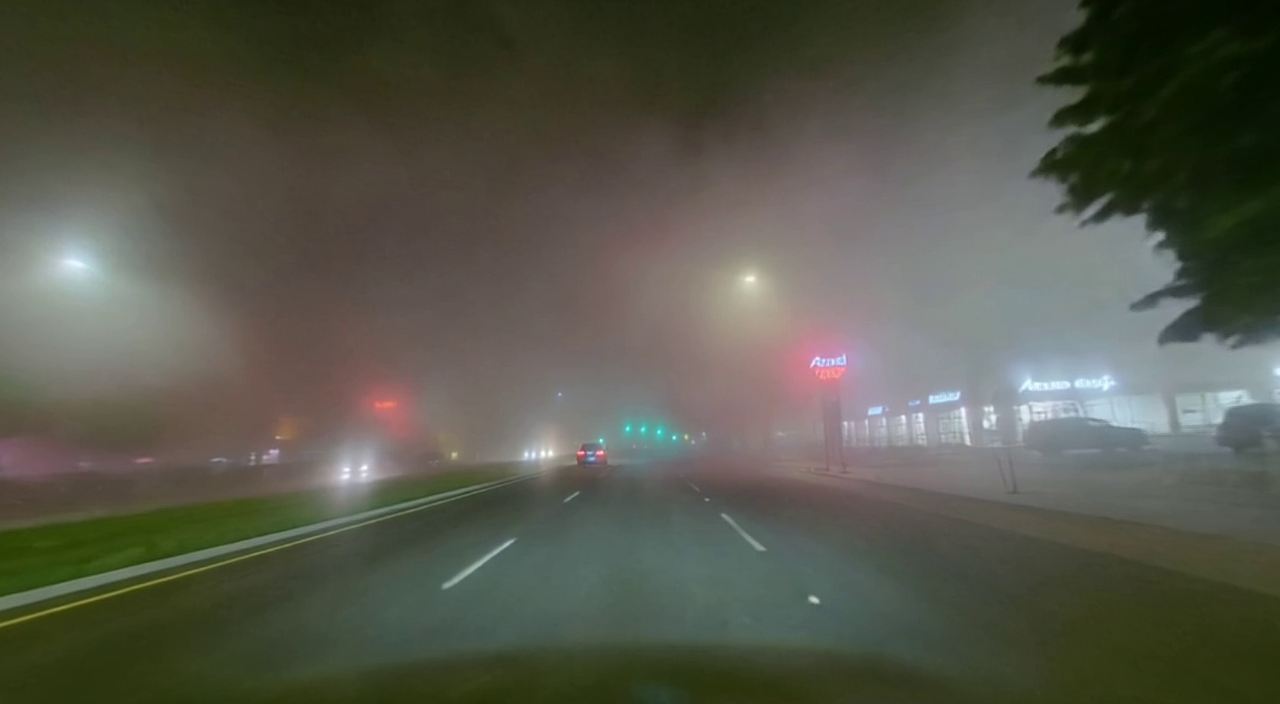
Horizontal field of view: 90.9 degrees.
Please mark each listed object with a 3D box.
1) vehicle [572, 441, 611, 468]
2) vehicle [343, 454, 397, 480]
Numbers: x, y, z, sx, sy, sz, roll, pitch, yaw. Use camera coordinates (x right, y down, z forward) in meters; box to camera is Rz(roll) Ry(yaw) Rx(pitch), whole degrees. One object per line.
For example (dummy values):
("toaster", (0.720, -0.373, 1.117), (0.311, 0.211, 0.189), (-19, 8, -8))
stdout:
("vehicle", (-2.763, 5.965, 36.799), (1.926, 1.442, 4.231), (0, -8, 1))
("vehicle", (-18.120, 7.704, 42.484), (1.948, 1.535, 4.600), (0, -8, -5))
